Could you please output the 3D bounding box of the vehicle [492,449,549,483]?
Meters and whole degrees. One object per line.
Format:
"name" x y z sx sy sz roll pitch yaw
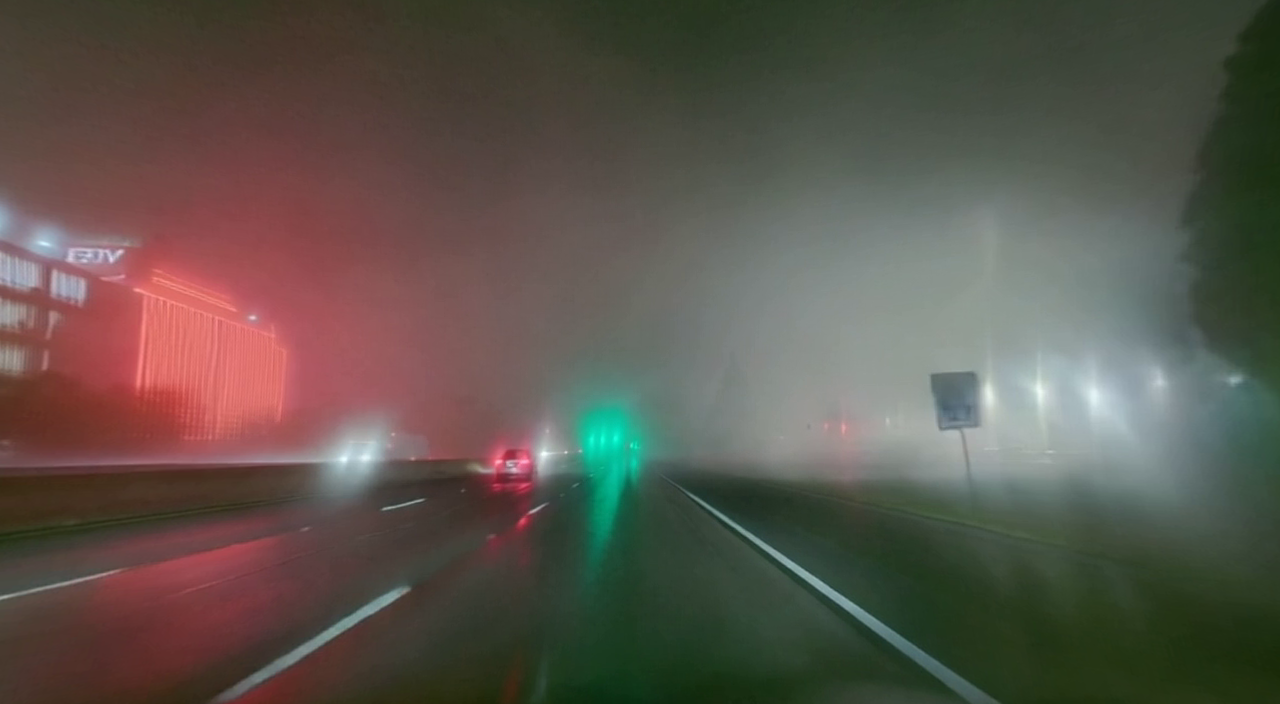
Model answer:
"vehicle" -5.751 5.534 30.987 1.943 1.510 4.201 0 -9 0
